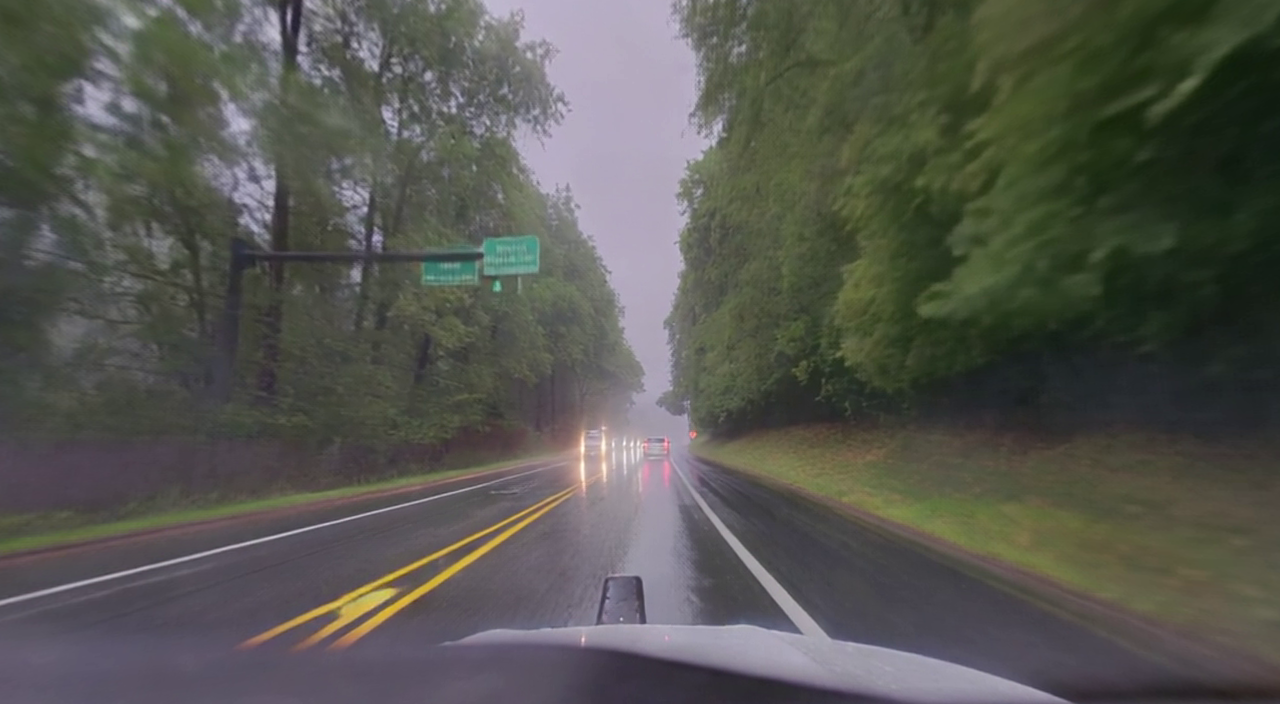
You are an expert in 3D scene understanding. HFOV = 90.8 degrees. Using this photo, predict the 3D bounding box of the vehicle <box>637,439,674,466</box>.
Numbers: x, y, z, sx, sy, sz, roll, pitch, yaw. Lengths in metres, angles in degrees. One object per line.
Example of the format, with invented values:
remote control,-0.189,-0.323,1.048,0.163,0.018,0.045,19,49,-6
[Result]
vehicle,0.948,5.986,37.782,2.067,1.486,3.861,-1,-9,2

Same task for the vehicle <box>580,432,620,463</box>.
vehicle,-3.025,7.373,48.893,2.479,2.208,5.780,-1,-9,3
